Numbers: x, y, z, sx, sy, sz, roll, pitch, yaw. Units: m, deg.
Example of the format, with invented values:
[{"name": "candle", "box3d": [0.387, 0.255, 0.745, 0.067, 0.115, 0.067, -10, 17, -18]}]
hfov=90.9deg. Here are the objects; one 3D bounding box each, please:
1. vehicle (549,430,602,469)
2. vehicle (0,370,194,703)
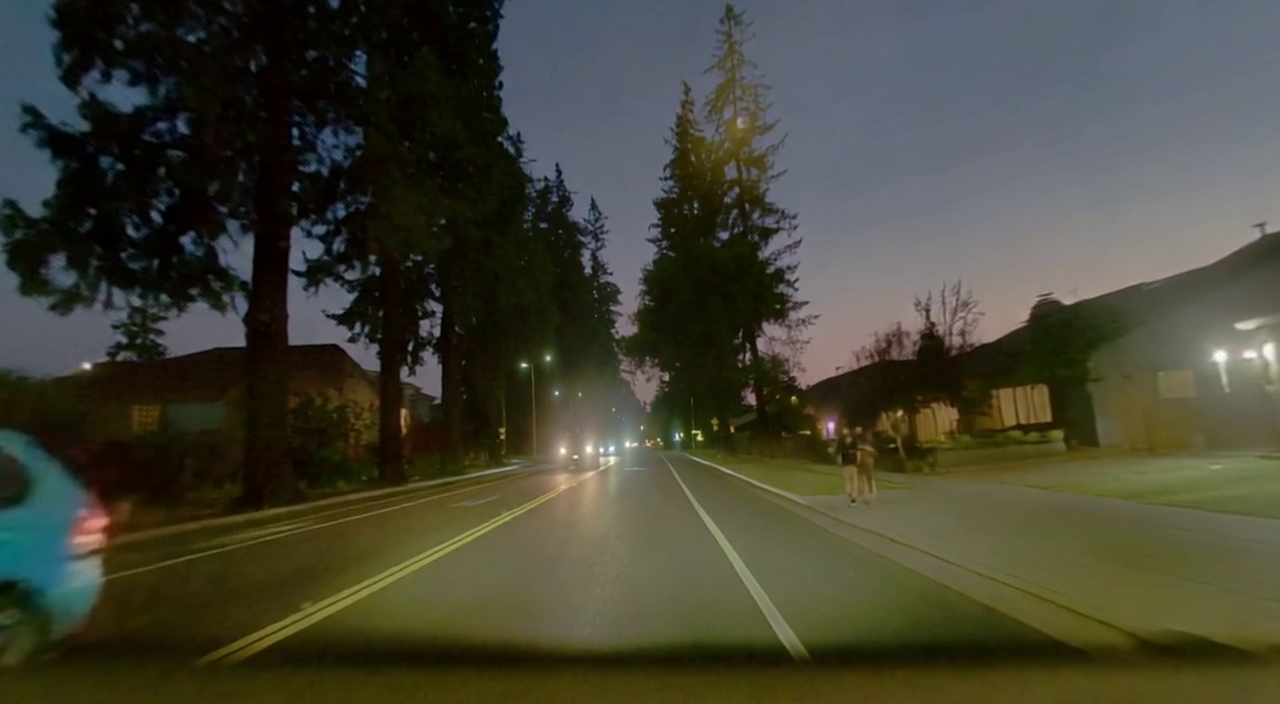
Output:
[{"name": "vehicle", "box3d": [-3.702, 5.760, 37.331, 2.417, 2.088, 5.780, 0, -8, 1]}, {"name": "vehicle", "box3d": [-4.302, 0.838, 2.171, 2.041, 1.780, 4.618, 0, -8, 1]}]
